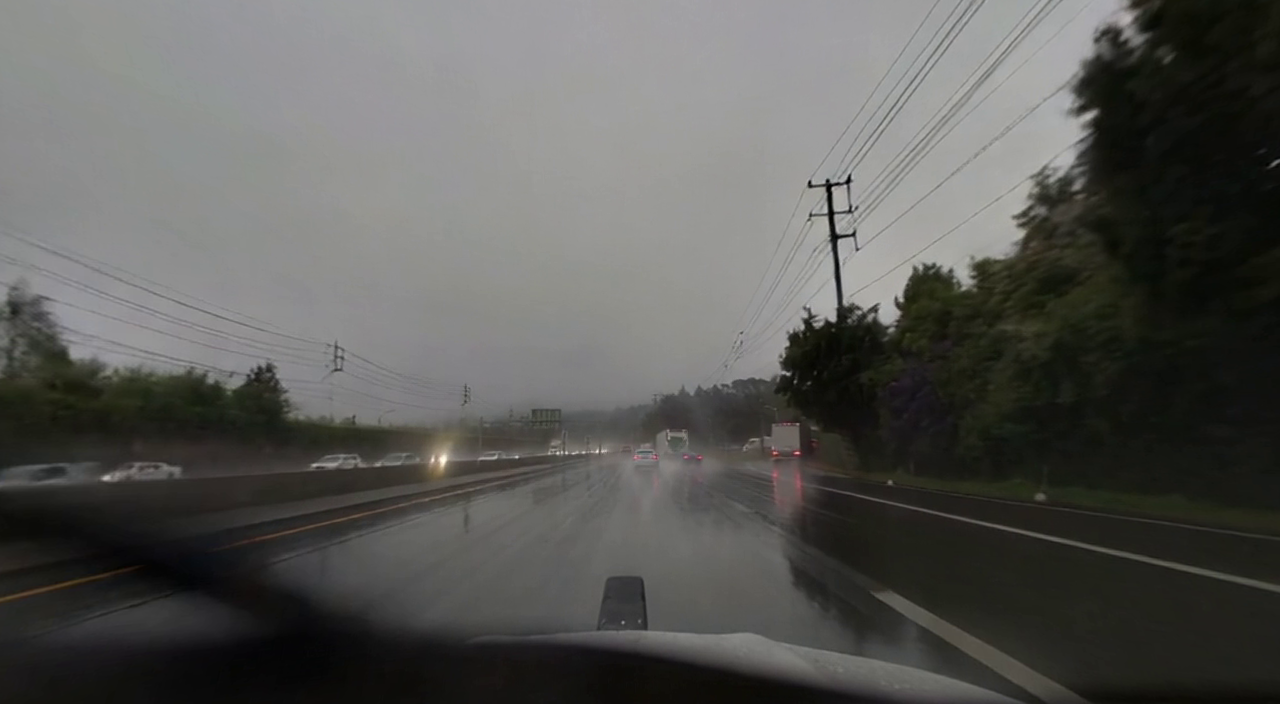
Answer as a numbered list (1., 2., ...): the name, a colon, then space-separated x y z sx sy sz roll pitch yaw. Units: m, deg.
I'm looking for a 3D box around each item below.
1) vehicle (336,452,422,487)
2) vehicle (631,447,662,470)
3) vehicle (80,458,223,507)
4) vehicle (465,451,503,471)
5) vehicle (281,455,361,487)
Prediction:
1. vehicle: -11.604 5.219 28.382 1.903 1.432 4.475 0 -9 0
2. vehicle: 0.479 7.601 45.142 2.111 1.599 3.859 0 -9 1
3. vehicle: -18.991 5.055 24.858 1.801 1.638 4.739 0 -9 0
4. vehicle: -11.837 8.305 48.048 1.801 1.424 4.135 0 -9 1
5. vehicle: -16.016 5.975 31.901 1.800 1.446 4.274 0 -9 0
